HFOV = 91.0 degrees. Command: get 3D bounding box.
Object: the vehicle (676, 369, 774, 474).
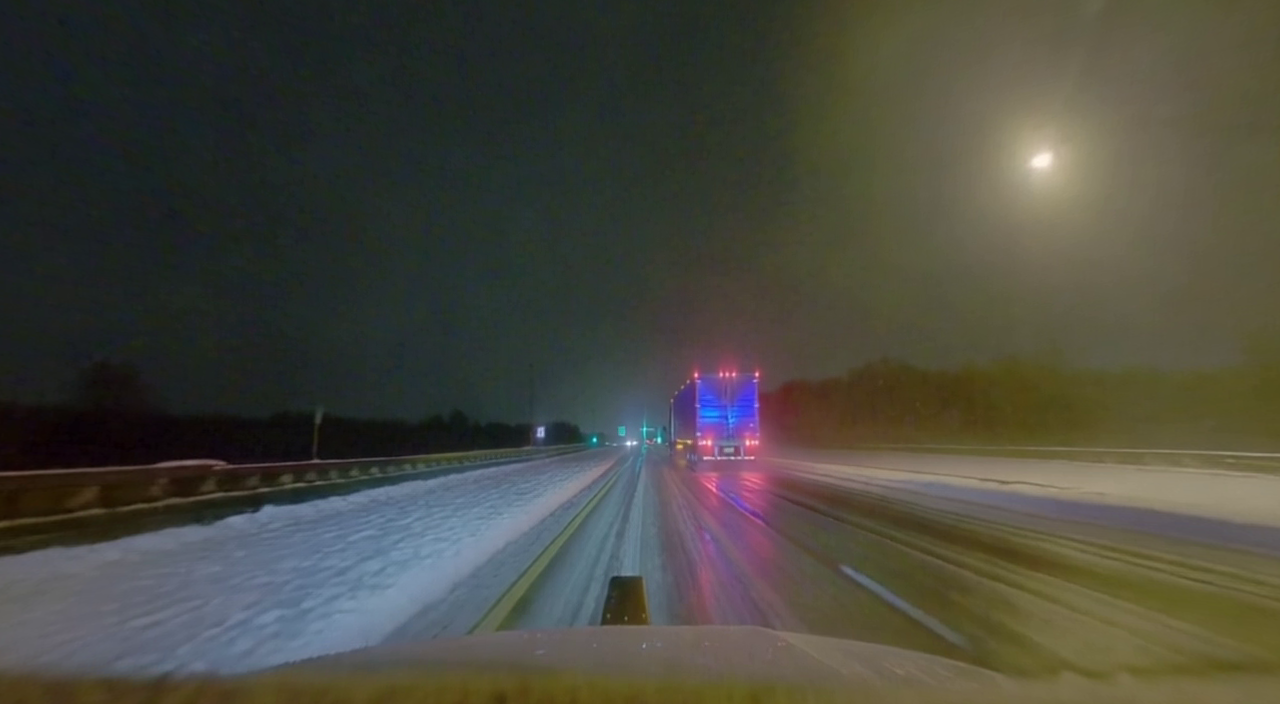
[{"bbox_3d":[4.068,3.981,34.295,3.615,4.578,13.539,0,-8,1],"label":"vehicle"}]
